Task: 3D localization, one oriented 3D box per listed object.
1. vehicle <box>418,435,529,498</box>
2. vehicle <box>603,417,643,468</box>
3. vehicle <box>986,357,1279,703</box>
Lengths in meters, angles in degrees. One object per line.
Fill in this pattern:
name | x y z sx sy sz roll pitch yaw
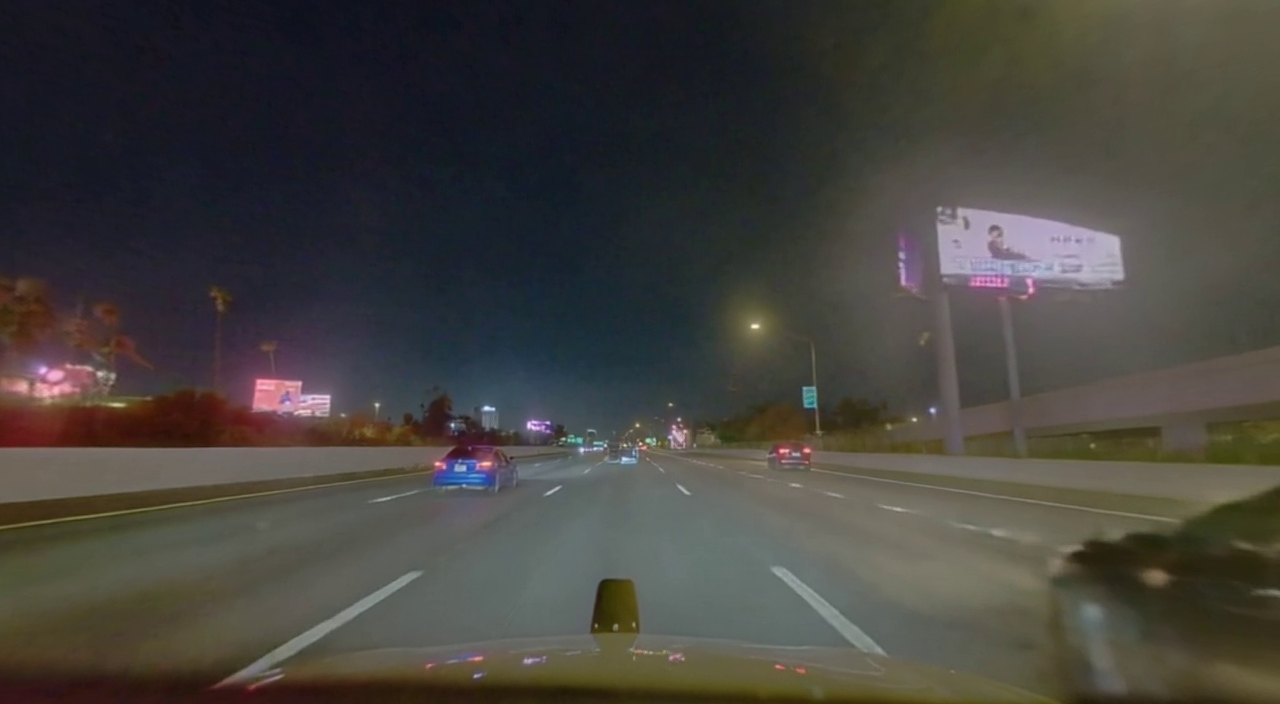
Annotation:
vehicle | -4.716 3.323 18.749 2.021 1.598 4.887 0 -8 -1
vehicle | -1.112 5.777 40.230 2.364 2.953 6.495 0 -8 -2
vehicle | 3.056 0.700 1.118 2.175 1.598 4.584 0 -8 -2
